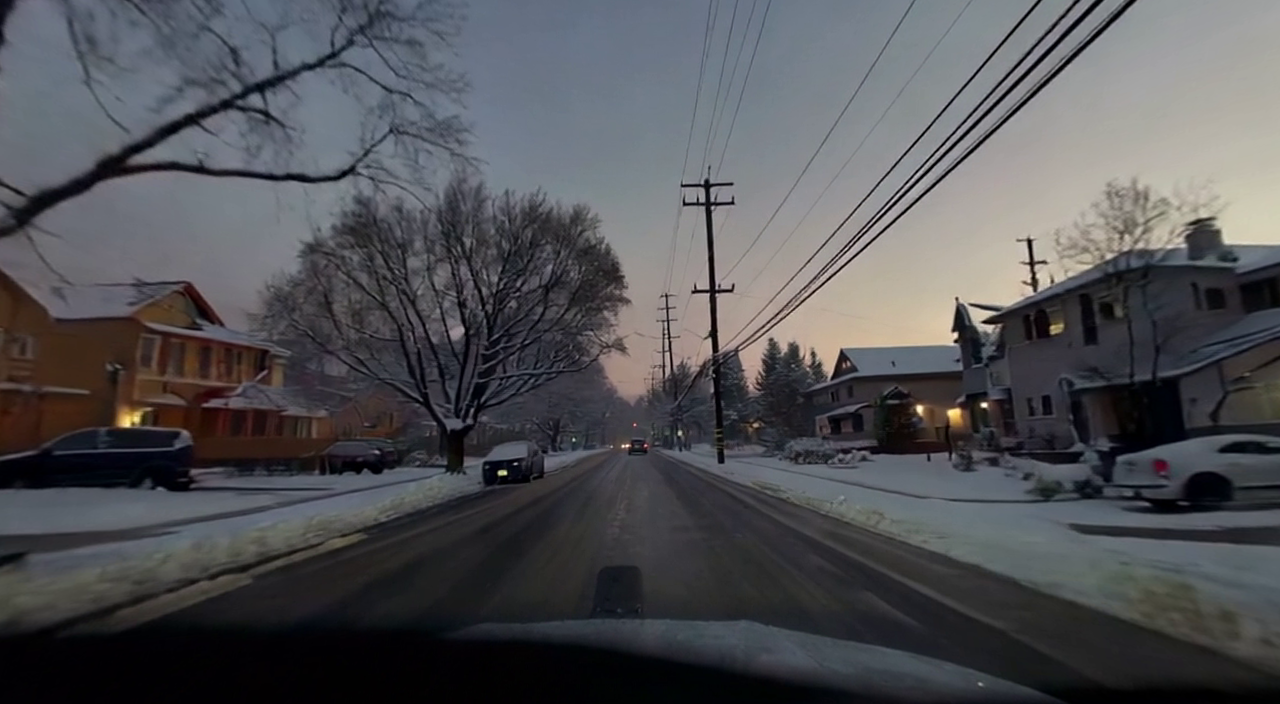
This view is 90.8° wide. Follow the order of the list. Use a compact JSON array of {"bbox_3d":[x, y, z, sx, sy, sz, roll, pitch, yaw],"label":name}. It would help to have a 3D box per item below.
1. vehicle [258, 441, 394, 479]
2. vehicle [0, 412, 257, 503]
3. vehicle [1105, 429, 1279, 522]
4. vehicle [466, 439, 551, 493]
[{"bbox_3d":[-12.668,4.393,25.782,4.526,1.449,1.869,1,-9,-10],"label":"vehicle"},{"bbox_3d":[-12.551,2.534,15.371,4.962,1.866,2.075,3,-9,-3],"label":"vehicle"},{"bbox_3d":[11.824,2.180,11.689,4.700,1.441,2.167,-2,-8,-2],"label":"vehicle"},{"bbox_3d":[-4.703,4.104,23.266,2.207,1.669,4.363,-1,-7,0],"label":"vehicle"}]
